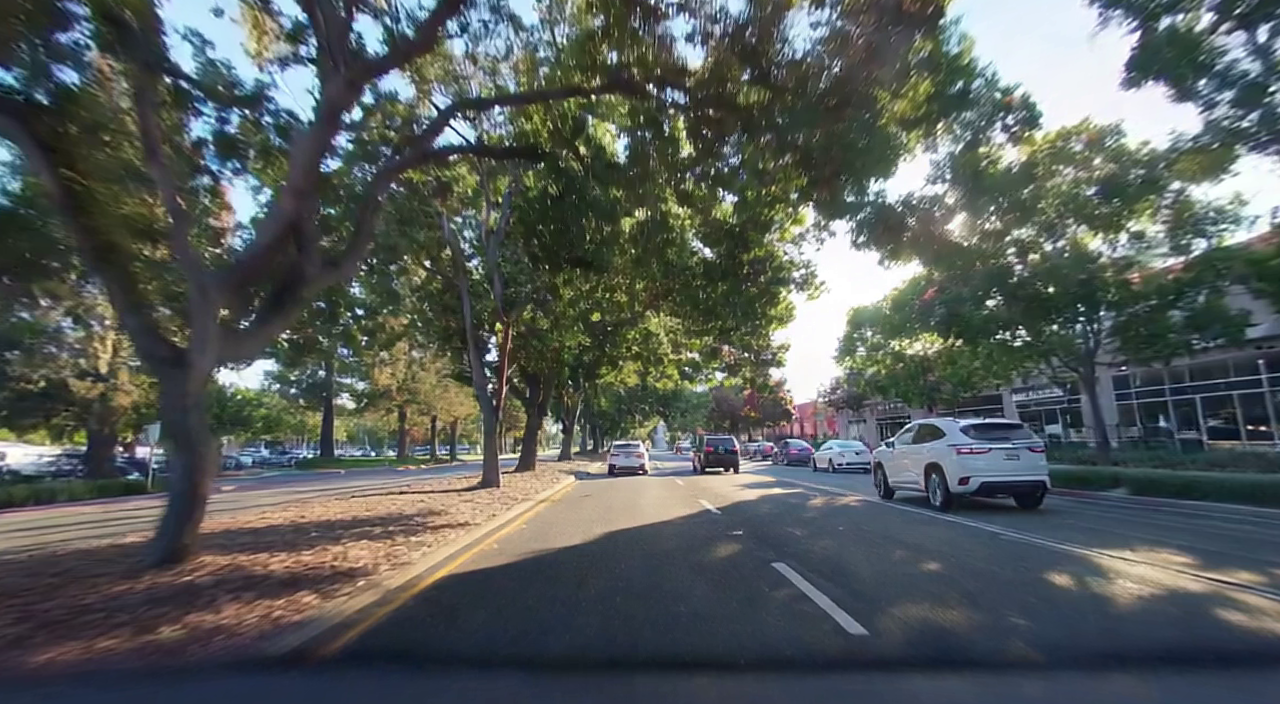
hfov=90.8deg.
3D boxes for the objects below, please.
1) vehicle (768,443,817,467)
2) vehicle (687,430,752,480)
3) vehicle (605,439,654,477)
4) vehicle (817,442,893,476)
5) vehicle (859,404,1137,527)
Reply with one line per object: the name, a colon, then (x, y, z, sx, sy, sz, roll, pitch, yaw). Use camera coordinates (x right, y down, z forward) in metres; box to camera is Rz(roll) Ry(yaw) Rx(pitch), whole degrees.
vehicle: (10.096, 6.836, 42.183, 2.021, 1.481, 4.746, 0, -8, 0)
vehicle: (3.125, 4.167, 25.838, 1.955, 1.845, 4.538, 0, -8, -1)
vehicle: (-0.463, 4.708, 28.265, 2.037, 1.568, 3.693, 0, -8, -1)
vehicle: (10.136, 5.044, 30.146, 1.970, 1.470, 4.602, 0, -8, 0)
vehicle: (6.653, 2.213, 12.870, 2.240, 1.923, 5.678, 0, -8, -1)
